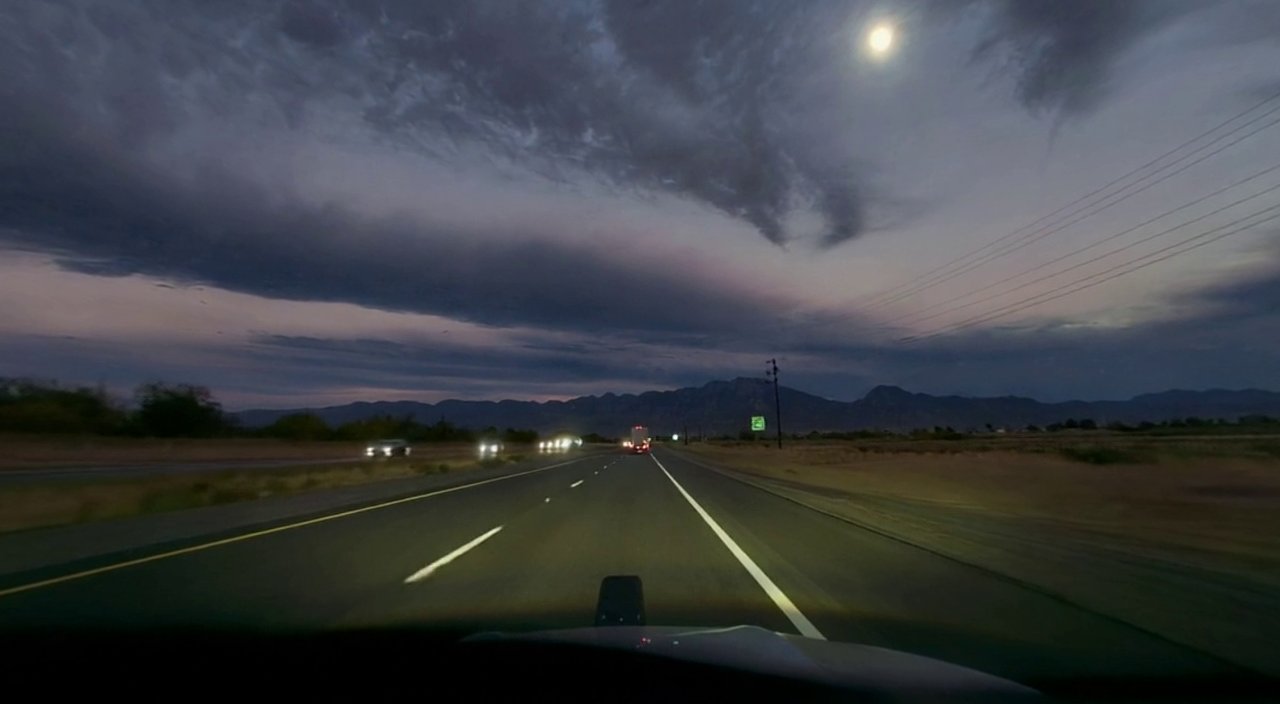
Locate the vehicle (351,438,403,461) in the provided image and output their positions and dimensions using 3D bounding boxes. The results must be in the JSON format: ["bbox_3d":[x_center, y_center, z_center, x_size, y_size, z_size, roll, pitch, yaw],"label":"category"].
[{"bbox_3d":[-20.769,7.738,49.896,1.999,1.691,4.714,0,-8,2],"label":"vehicle"}]
